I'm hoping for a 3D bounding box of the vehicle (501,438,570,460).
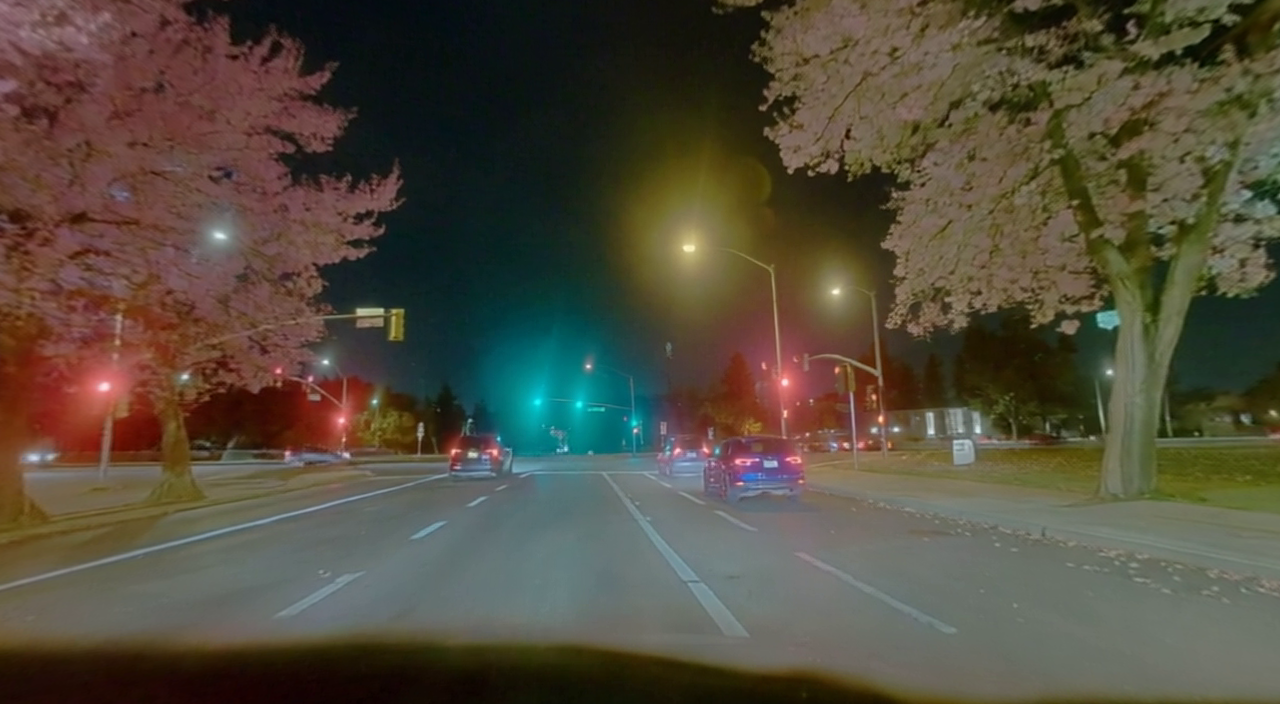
[{"bbox_3d":[-7.171,6.697,43.573,4.549,1.439,1.794,0,-9,-5],"label":"vehicle"}]

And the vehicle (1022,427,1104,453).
[{"bbox_3d":[27.352,5.712,40.904,4.089,1.588,1.808,0,-9,-5],"label":"vehicle"}]

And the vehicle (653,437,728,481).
[{"bbox_3d":[1.741,3.883,23.212,2.007,1.466,4.291,1,-9,-6],"label":"vehicle"}]

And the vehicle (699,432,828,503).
[{"bbox_3d":[2.904,2.839,15.972,2.019,1.518,4.285,1,-9,-5],"label":"vehicle"}]

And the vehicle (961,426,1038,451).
[{"bbox_3d":[26.491,6.377,46.628,4.567,1.810,1.880,1,-9,-6],"label":"vehicle"}]

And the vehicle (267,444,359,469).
[{"bbox_3d":[-20.050,6.391,38.908,4.526,1.452,1.920,1,-8,-5],"label":"vehicle"}]

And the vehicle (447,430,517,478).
[{"bbox_3d":[-6.202,4.051,25.271,1.995,1.703,4.367,0,-9,-5],"label":"vehicle"}]
